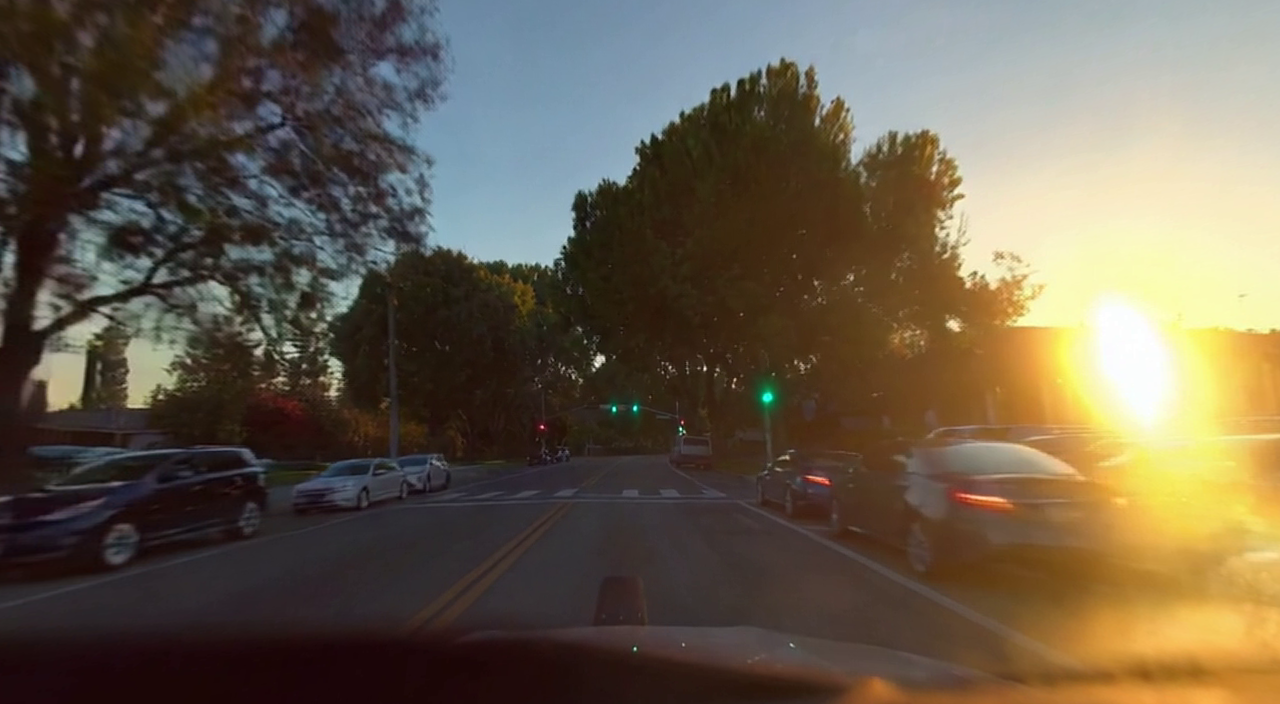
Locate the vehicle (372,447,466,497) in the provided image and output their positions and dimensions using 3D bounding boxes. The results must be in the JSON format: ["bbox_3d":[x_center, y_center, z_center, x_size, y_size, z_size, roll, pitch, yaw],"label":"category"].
[{"bbox_3d":[-7.750,4.218,22.596,1.965,1.501,3.892,-1,-7,0],"label":"vehicle"}]

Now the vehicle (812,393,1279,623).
[{"bbox_3d":[3.936,1.600,7.612,2.148,1.777,5.196,0,-8,-1],"label":"vehicle"}]

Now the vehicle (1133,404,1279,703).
[{"bbox_3d":[3.841,0.814,1.445,1.914,1.552,4.321,0,-8,0],"label":"vehicle"}]

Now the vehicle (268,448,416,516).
[{"bbox_3d":[-7.721,3.350,16.915,2.013,1.550,4.290,0,-8,-2],"label":"vehicle"}]

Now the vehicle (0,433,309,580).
[{"bbox_3d":[-7.471,2.199,10.050,2.091,1.724,4.536,-1,-7,-2],"label":"vehicle"}]

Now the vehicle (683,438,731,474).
[{"bbox_3d":[3.682,5.829,35.604,2.034,1.906,4.653,0,-8,-2],"label":"vehicle"}]
